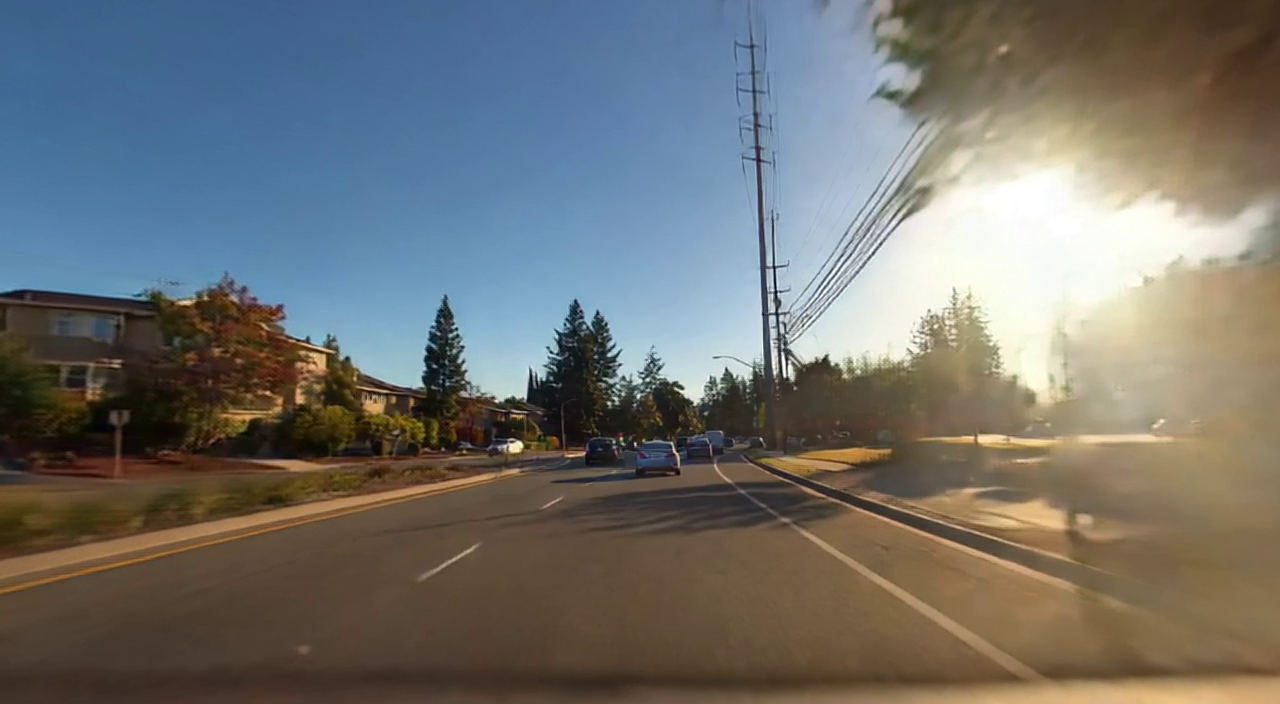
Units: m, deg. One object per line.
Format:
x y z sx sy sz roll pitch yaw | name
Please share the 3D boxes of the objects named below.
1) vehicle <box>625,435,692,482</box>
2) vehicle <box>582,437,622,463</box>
0.726 3.680 22.020 2.117 1.474 4.036 -1 -9 4 | vehicle
-2.260 5.985 38.593 1.983 1.485 4.159 -1 -9 4 | vehicle
